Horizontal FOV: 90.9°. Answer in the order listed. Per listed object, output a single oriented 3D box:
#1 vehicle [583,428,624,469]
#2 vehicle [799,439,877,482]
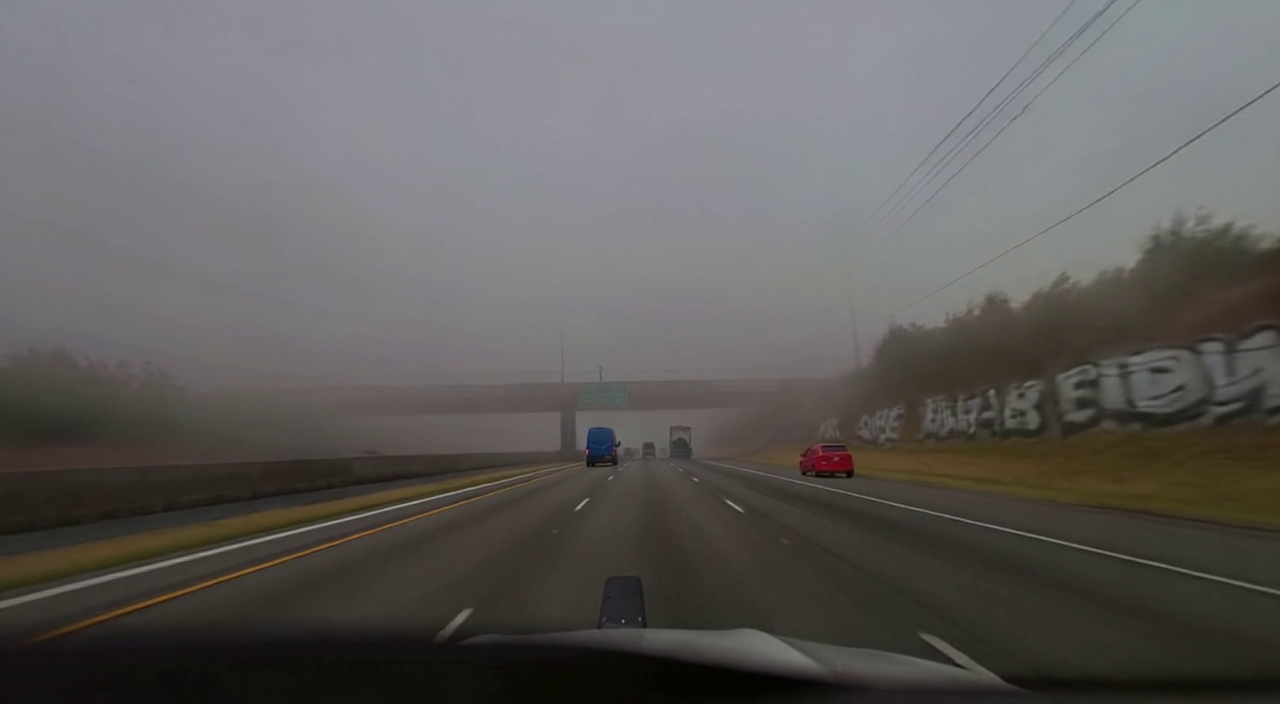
[{"bbox_3d":[-2.437,6.633,43.347,2.451,2.627,5.868,0,-9,0],"label":"vehicle"},{"bbox_3d":[8.367,4.628,27.033,1.936,1.664,4.198,0,-9,-1],"label":"vehicle"}]
